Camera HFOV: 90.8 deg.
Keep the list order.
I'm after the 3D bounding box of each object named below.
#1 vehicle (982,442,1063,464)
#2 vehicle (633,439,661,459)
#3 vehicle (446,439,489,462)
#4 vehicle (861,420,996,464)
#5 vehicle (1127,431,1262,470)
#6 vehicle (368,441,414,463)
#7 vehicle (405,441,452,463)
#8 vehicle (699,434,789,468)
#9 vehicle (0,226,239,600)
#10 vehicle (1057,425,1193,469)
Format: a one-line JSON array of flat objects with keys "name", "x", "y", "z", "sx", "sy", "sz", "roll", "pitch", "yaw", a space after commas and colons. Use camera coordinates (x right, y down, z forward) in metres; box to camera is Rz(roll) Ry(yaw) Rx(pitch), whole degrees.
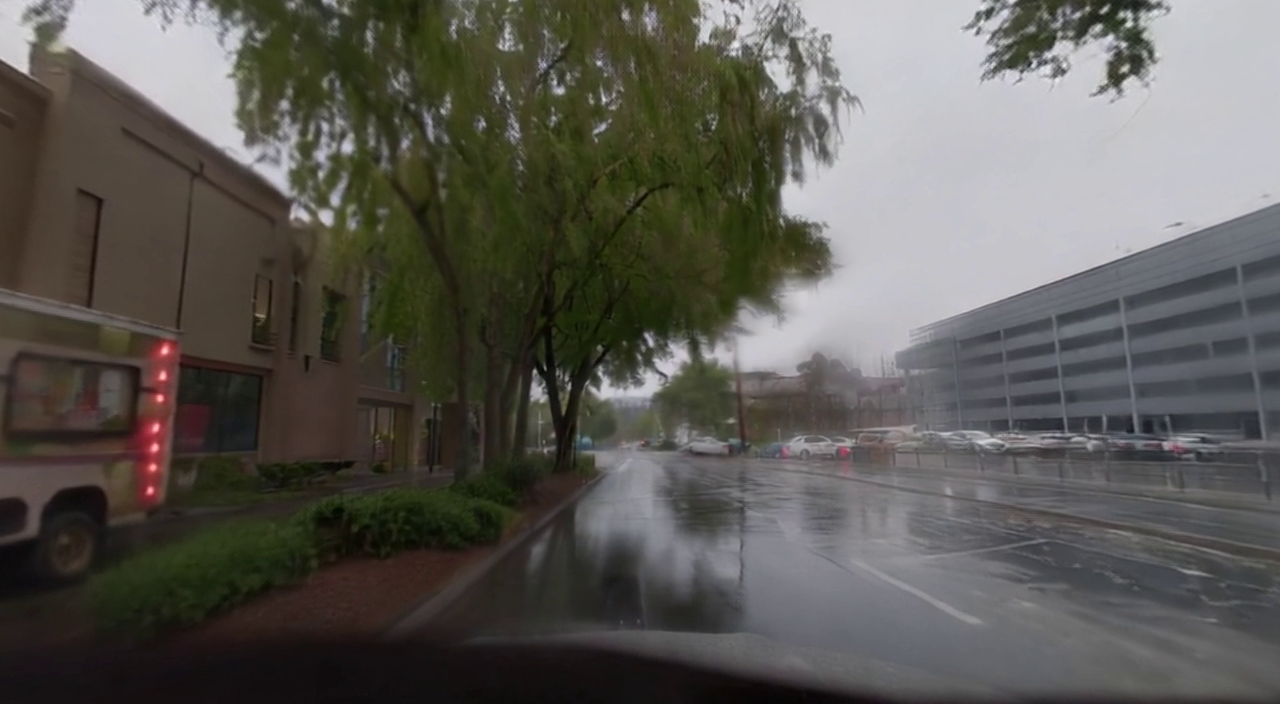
[{"name": "vehicle", "x": 27.088, "y": 7.150, "z": 44.829, "sx": 4.558, "sy": 1.452, "sz": 1.790, "roll": 0, "pitch": -8, "yaw": 0}, {"name": "vehicle", "x": 0.491, "y": 7.563, "z": 49.417, "sx": 2.046, "sy": 1.445, "sz": 4.001, "roll": 0, "pitch": -8, "yaw": -2}, {"name": "vehicle", "x": -13.401, "y": 7.644, "z": 49.350, "sx": 1.888, "sy": 1.657, "sz": 4.138, "roll": 0, "pitch": -7, "yaw": 5}, {"name": "vehicle", "x": 14.191, "y": 4.442, "z": 31.351, "sx": 5.540, "sy": 2.045, "sz": 2.259, "roll": 0, "pitch": -8, "yaw": -1}, {"name": "vehicle", "x": 27.023, "y": 4.818, "z": 30.923, "sx": 4.591, "sy": 1.808, "sz": 2.016, "roll": 0, "pitch": -9, "yaw": 1}, {"name": "vehicle", "x": -19.286, "y": 7.791, "z": 49.117, "sx": 1.880, "sy": 1.617, "sz": 3.870, "roll": -1, "pitch": -8, "yaw": 2}, {"name": "vehicle", "x": -16.270, "y": 7.701, "z": 48.716, "sx": 1.850, "sy": 1.531, "sz": 4.256, "roll": 0, "pitch": -7, "yaw": 5}, {"name": "vehicle", "x": 5.679, "y": 5.380, "z": 34.376, "sx": 4.626, "sy": 1.723, "sz": 1.939, "roll": 5, "pitch": -10, "yaw": -32}, {"name": "vehicle", "x": -7.050, "y": 0.496, "z": 5.156, "sx": 2.968, "sy": 3.222, "sz": 7.036, "roll": -1, "pitch": -8, "yaw": -1}, {"name": "vehicle", "x": 26.260, "y": 5.176, "z": 34.339, "sx": 5.596, "sy": 2.168, "sz": 2.307, "roll": 2, "pitch": -8, "yaw": -3}]
